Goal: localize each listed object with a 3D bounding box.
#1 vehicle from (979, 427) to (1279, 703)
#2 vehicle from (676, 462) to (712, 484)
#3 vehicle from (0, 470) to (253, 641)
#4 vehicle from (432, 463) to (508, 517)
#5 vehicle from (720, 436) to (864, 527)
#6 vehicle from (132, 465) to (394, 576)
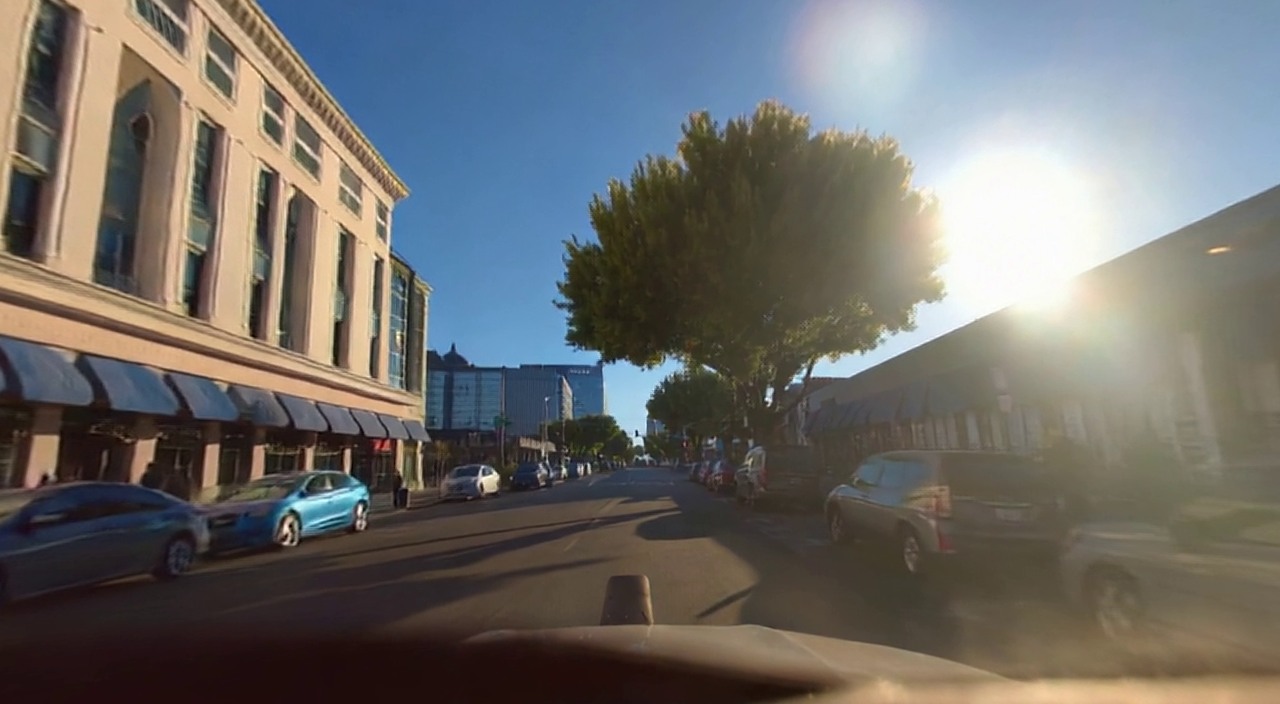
[{"bbox_3d":[4.056,1.129,3.180,1.973,1.494,4.867,-1,-9,0],"label":"vehicle"},{"bbox_3d":[4.033,9.094,47.684,2.081,1.463,4.263,0,-9,-3],"label":"vehicle"},{"bbox_3d":[-7.212,2.287,7.562,2.001,1.502,4.851,-1,-8,1],"label":"vehicle"},{"bbox_3d":[-7.146,5.827,27.115,1.996,1.770,5.518,-1,-8,-3],"label":"vehicle"},{"bbox_3d":[3.792,3.352,17.017,2.390,2.005,5.276,0,-9,-2],"label":"vehicle"},{"bbox_3d":[-7.089,3.176,12.724,2.182,1.522,4.946,-3,-8,2],"label":"vehicle"}]
